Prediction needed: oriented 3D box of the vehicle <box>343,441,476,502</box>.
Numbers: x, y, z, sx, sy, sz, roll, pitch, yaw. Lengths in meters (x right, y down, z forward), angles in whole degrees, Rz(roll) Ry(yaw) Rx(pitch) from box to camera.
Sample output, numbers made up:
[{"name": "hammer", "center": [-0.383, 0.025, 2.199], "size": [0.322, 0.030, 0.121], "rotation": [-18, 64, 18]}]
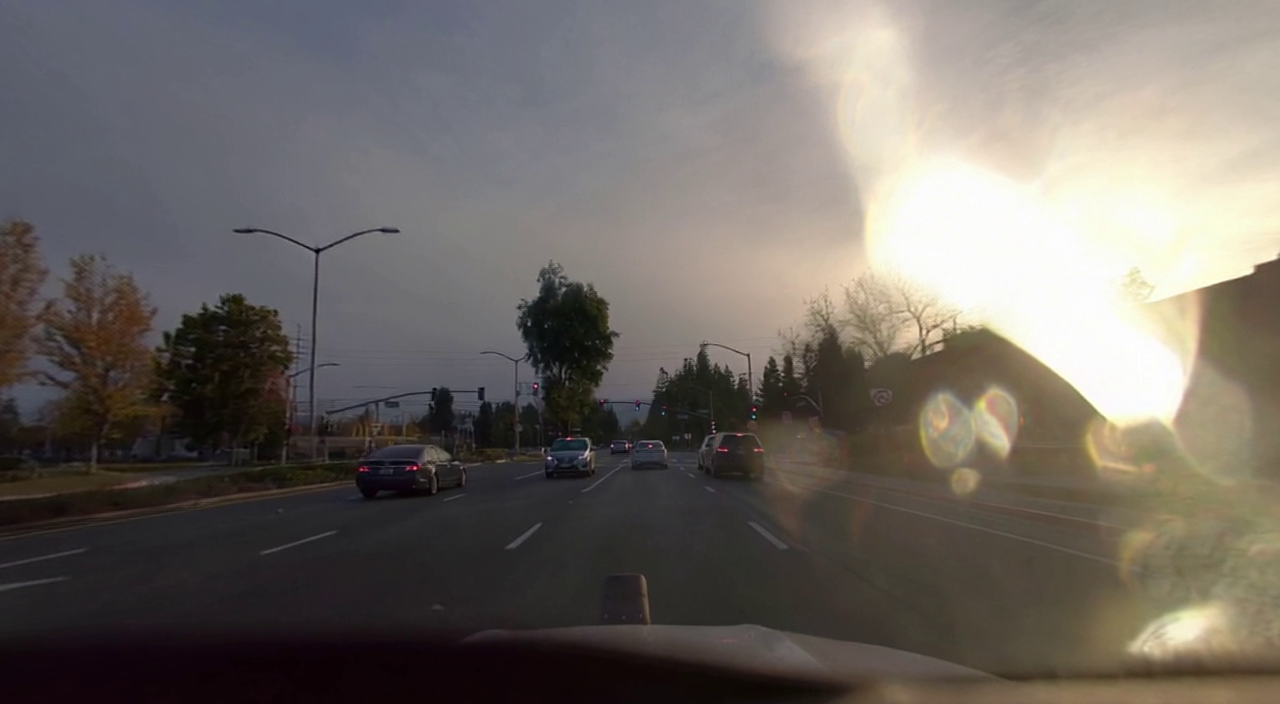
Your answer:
[{"name": "vehicle", "center": [-6.175, 3.222, 17.507], "size": [1.926, 1.465, 4.620], "rotation": [0, -8, 0]}]

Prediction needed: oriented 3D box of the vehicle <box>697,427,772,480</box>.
[{"name": "vehicle", "center": [3.513, 3.874, 24.313], "size": [2.141, 1.833, 4.704], "rotation": [0, -8, -1]}]

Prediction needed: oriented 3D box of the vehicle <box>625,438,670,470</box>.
[{"name": "vehicle", "center": [0.318, 4.883, 30.251], "size": [2.021, 1.461, 3.862], "rotation": [0, -8, 0]}]

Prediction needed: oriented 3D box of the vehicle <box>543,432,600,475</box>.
[{"name": "vehicle", "center": [-2.894, 4.420, 27.539], "size": [1.912, 1.703, 4.261], "rotation": [0, -8, 2]}]
